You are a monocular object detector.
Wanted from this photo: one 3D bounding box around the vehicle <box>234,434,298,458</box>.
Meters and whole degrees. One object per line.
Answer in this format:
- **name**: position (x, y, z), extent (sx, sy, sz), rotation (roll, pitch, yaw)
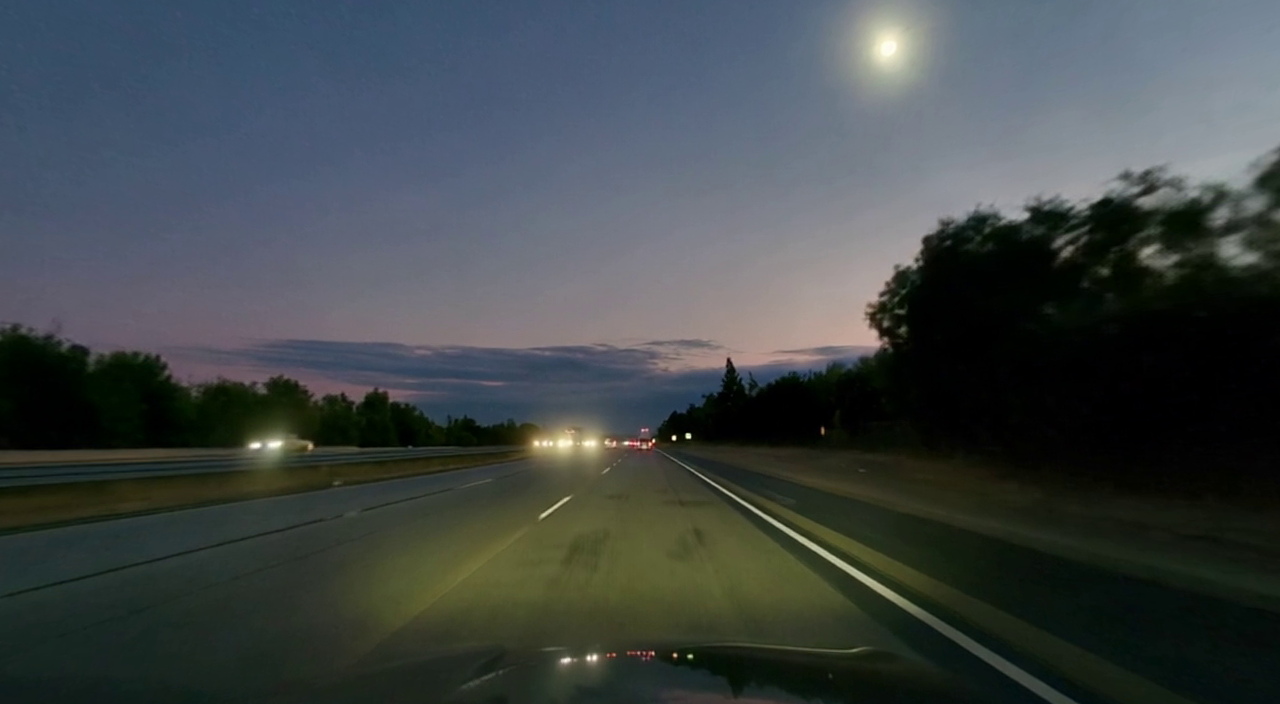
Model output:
- **vehicle**: position (-24.245, 6.126, 40.933), extent (1.737, 1.477, 3.839), rotation (0, -8, 1)
